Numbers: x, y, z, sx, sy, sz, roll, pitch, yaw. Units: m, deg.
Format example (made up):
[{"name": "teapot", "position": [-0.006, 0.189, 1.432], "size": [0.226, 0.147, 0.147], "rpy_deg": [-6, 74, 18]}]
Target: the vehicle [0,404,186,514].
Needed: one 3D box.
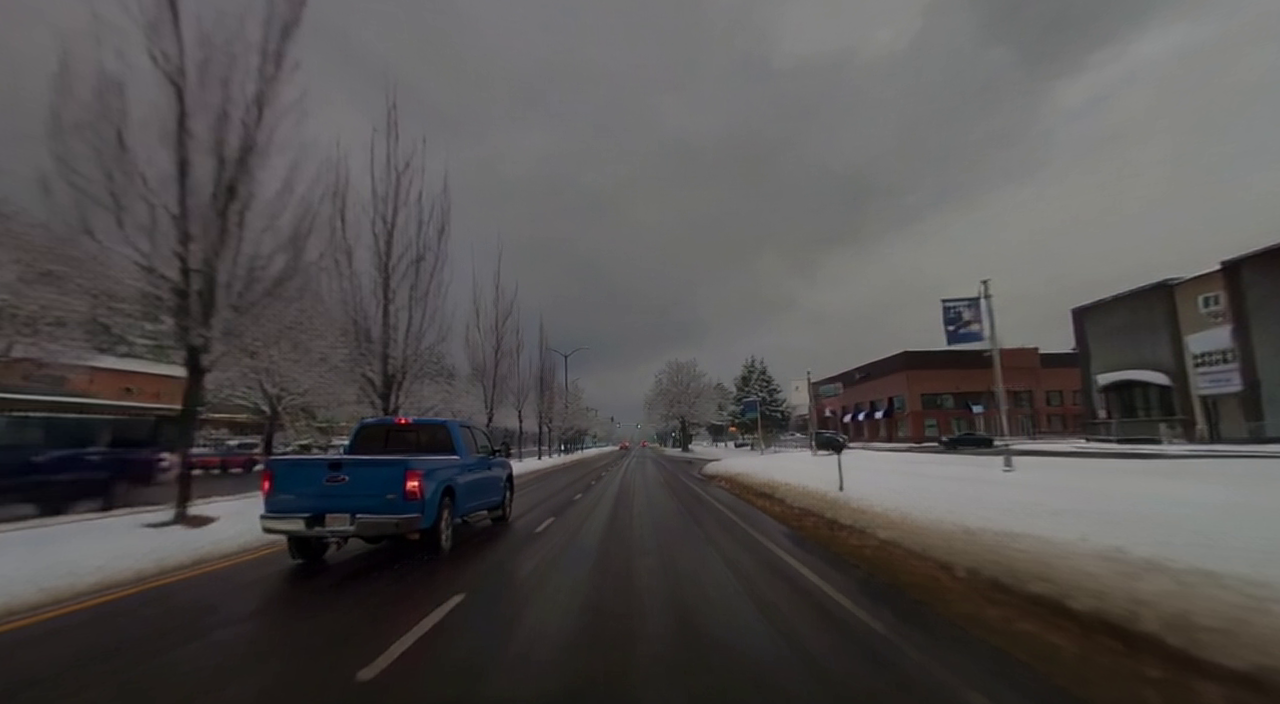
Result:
[{"name": "vehicle", "position": [-14.371, 2.422, 14.444], "size": [2.745, 2.191, 6.928], "rpy_deg": [0, -9, -1]}]

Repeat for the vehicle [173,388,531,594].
[{"name": "vehicle", "position": [-2.988, 1.615, 8.268], "size": [2.065, 1.790, 5.417], "rpy_deg": [0, -9, 1]}]
